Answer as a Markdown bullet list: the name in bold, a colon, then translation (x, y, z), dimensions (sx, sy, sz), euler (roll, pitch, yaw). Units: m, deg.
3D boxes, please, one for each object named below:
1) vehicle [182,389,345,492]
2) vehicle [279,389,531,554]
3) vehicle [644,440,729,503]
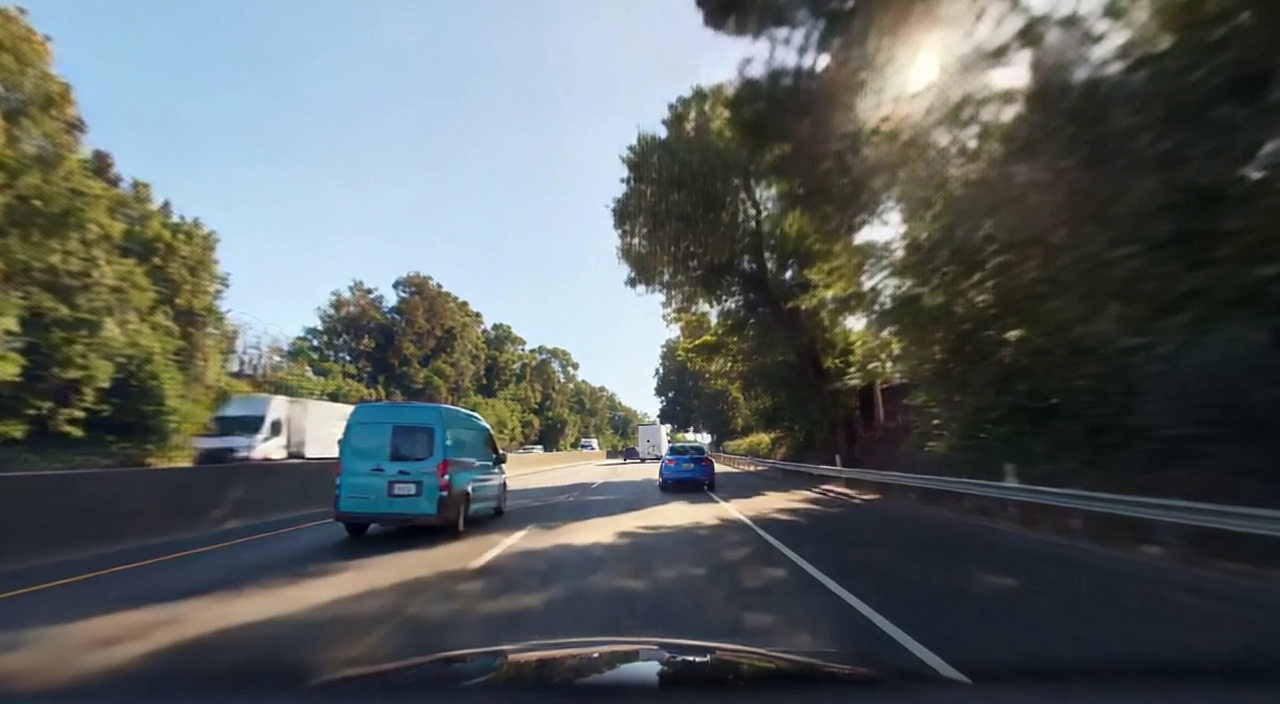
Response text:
- **vehicle**: translation (-17.342, 4.238, 29.843), dimensions (3.026, 4.268, 7.131), euler (-1, -9, 1)
- **vehicle**: translation (-3.348, 1.864, 10.380), dimensions (2.217, 2.033, 4.975), euler (0, -9, 0)
- **vehicle**: translation (1.129, 3.172, 17.058), dimensions (2.012, 1.485, 3.649), euler (0, -9, 0)
